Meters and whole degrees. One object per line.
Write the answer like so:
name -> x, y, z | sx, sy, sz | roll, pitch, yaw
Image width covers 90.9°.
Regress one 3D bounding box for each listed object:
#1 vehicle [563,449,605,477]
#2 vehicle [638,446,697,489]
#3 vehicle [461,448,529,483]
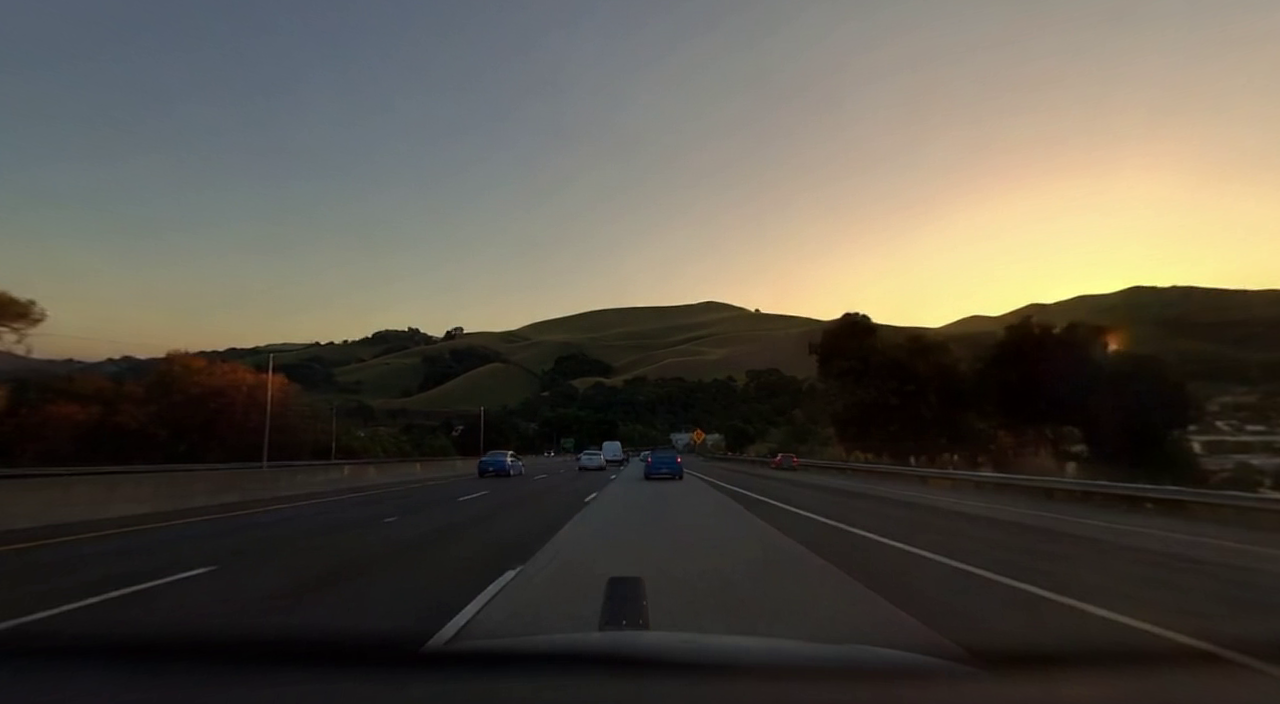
vehicle -> -3.195, 6.418, 36.771 | 1.990, 1.501, 4.250 | 0, -9, 1
vehicle -> 0.979, 4.465, 24.739 | 2.050, 1.491, 4.362 | 0, -9, -1
vehicle -> -6.750, 5.305, 29.909 | 2.012, 1.504, 4.729 | 0, -9, 1
